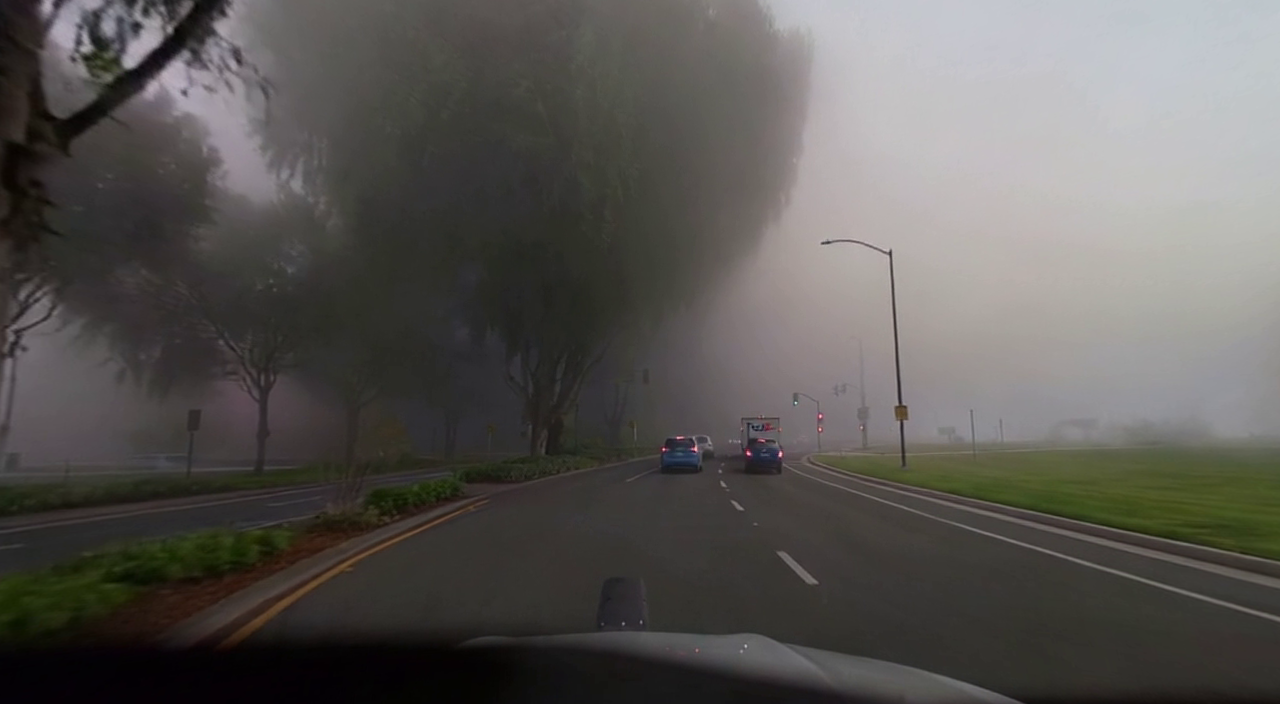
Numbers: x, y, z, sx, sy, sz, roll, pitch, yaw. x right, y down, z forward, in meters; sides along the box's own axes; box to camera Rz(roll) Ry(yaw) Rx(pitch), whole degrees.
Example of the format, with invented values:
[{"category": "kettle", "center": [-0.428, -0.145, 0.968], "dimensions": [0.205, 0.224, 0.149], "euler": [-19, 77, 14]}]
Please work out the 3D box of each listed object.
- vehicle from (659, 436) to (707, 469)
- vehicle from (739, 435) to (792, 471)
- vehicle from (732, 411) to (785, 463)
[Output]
[{"category": "vehicle", "center": [2.164, 4.887, 30.723], "dimensions": [2.066, 1.482, 4.273], "euler": [-1, -8, 7]}, {"category": "vehicle", "center": [5.680, 4.631, 29.008], "dimensions": [1.989, 1.497, 4.436], "euler": [-1, -8, 6]}, {"category": "vehicle", "center": [7.539, 5.584, 41.054], "dimensions": [2.721, 3.047, 7.204], "euler": [-1, -9, 6]}]
